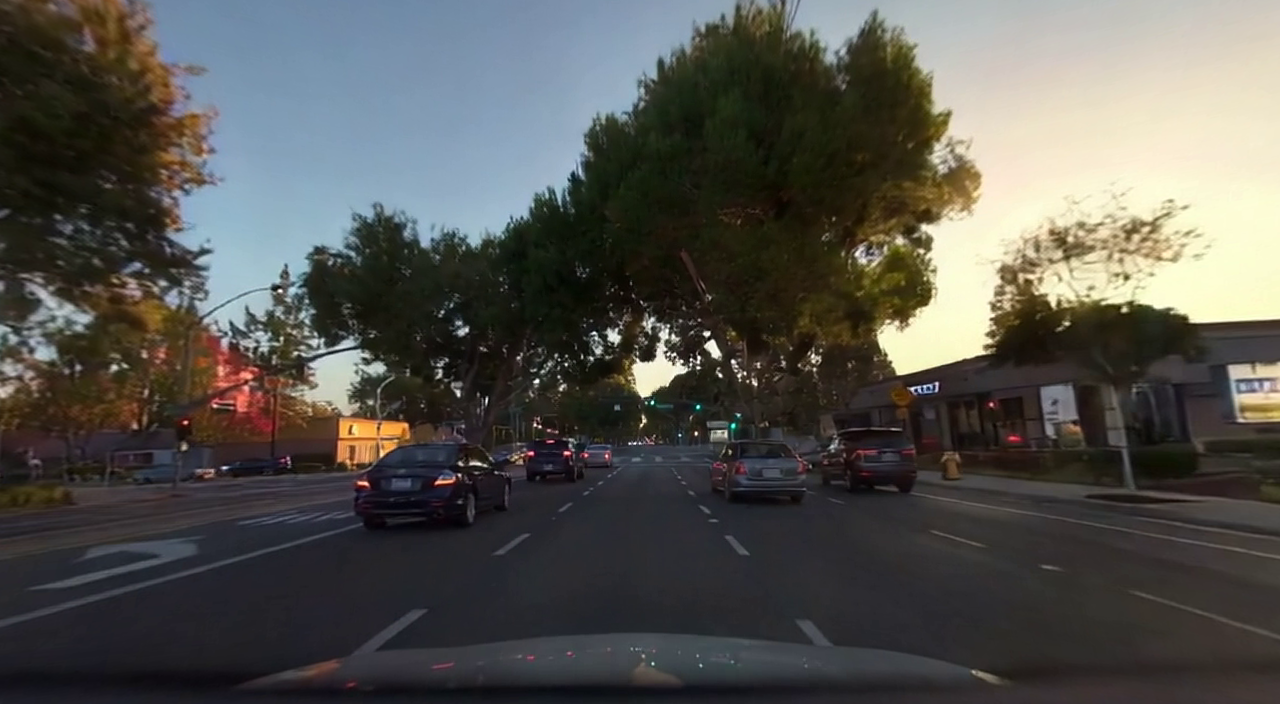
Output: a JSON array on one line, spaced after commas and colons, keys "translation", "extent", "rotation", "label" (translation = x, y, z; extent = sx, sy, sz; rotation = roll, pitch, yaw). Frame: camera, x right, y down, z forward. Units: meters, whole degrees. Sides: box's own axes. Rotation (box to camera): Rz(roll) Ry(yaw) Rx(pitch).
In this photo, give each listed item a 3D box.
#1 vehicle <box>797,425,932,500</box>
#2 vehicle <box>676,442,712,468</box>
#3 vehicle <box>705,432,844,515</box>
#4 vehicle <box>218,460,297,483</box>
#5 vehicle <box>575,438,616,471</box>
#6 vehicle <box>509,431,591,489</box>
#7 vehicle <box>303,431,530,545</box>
[{"translation": [5.875, 2.954, 17.186], "extent": [1.979, 1.738, 4.418], "rotation": [0, -9, -1], "label": "vehicle"}, {"translation": [3.494, 6.781, 41.603], "extent": [2.030, 1.628, 4.080], "rotation": [0, -9, 0], "label": "vehicle"}, {"translation": [2.708, 2.566, 13.787], "extent": [2.004, 1.512, 4.206], "rotation": [0, -9, -1], "label": "vehicle"}, {"translation": [-30.153, 9.425, 49.810], "extent": [5.026, 1.630, 1.832], "rotation": [3, -9, -23], "label": "vehicle"}, {"translation": [-2.676, 6.283, 38.863], "extent": [2.140, 1.868, 4.675], "rotation": [0, -9, 1], "label": "vehicle"}, {"translation": [-3.075, 3.811, 22.599], "extent": [2.187, 1.825, 4.621], "rotation": [0, -9, 1], "label": "vehicle"}, {"translation": [-3.402, 2.172, 10.788], "extent": [2.087, 1.494, 4.626], "rotation": [-1, -9, 1], "label": "vehicle"}]
